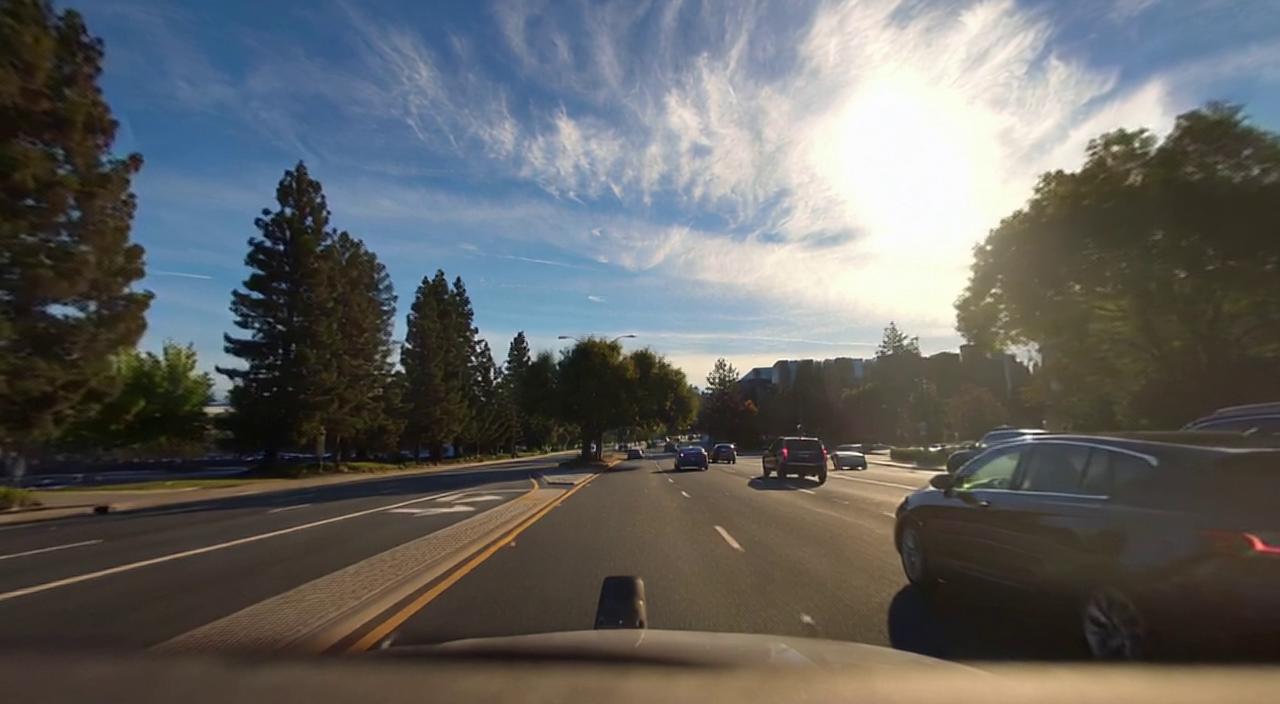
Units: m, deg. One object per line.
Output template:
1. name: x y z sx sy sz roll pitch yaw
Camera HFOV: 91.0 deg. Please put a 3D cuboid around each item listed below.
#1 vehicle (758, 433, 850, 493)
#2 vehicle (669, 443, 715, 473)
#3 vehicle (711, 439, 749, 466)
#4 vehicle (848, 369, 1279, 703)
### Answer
1. vehicle: 5.104 3.496 20.183 2.075 1.698 4.142 -1 -8 4
2. vehicle: 2.682 5.567 33.387 1.980 1.484 4.093 0 -8 -1
3. vehicle: 6.394 7.156 44.968 1.919 1.774 4.720 0 -8 -1
4. vehicle: 3.132 1.086 3.851 1.932 1.547 4.992 0 -8 -1
